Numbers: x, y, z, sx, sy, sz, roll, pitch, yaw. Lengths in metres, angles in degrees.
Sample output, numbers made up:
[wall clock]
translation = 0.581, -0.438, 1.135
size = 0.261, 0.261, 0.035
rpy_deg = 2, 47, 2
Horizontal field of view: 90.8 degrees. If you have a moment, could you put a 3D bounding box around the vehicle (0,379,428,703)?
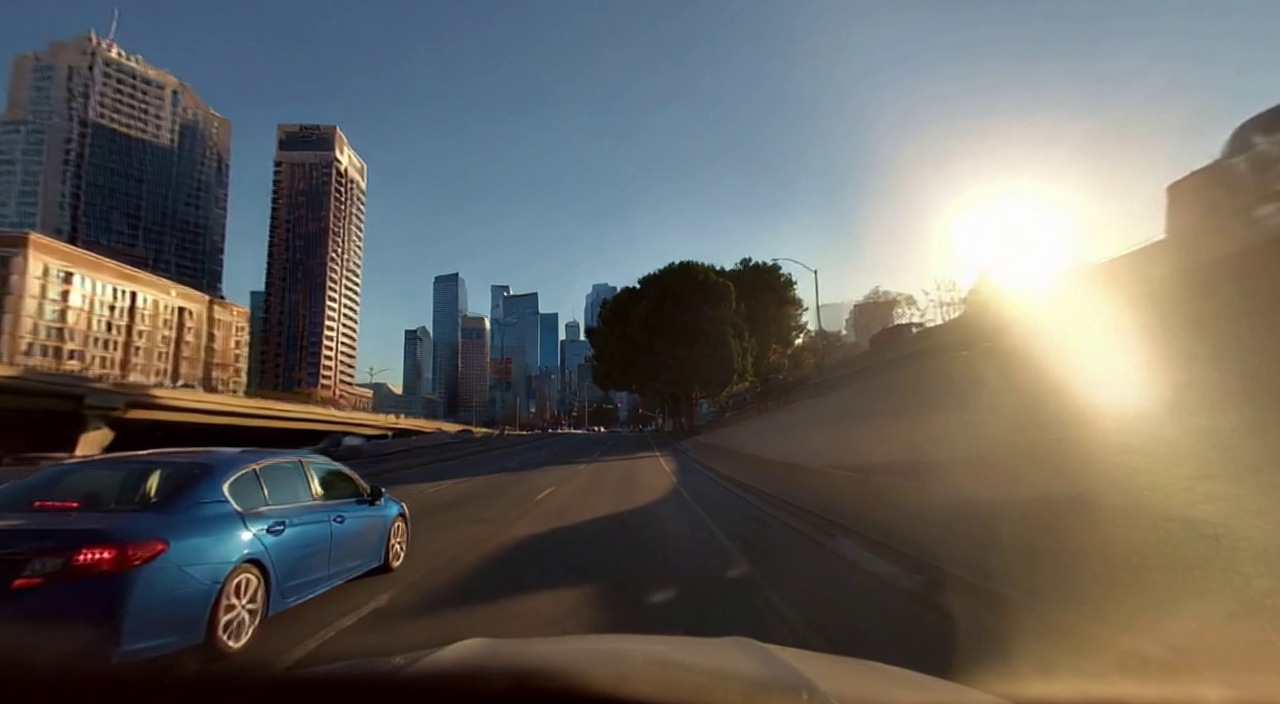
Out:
[vehicle]
translation = -3.124, 1.137, 4.024
size = 2.041, 1.470, 4.290
rpy_deg = 0, -9, 0
